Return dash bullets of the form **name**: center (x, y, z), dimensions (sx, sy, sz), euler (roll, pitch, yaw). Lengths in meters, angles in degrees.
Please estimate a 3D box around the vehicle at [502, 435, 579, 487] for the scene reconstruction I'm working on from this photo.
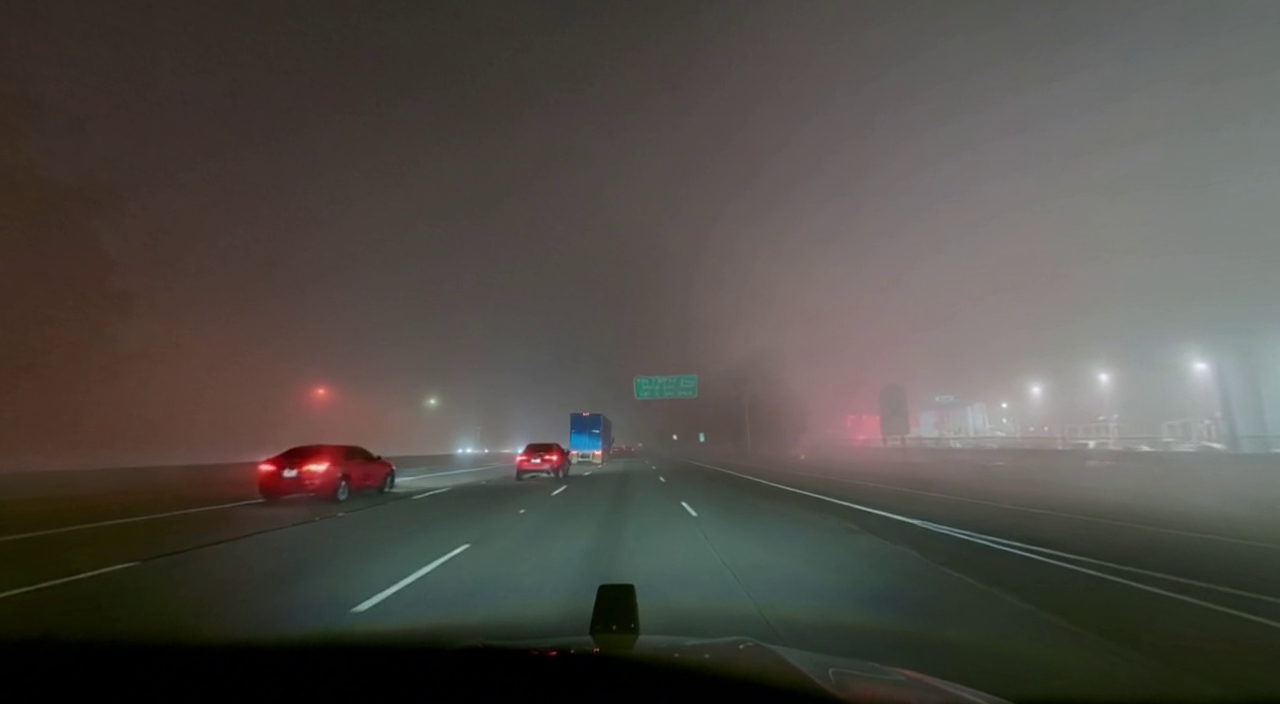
- **vehicle**: center (-3.406, 3.844, 22.517), dimensions (2.033, 1.669, 4.112), euler (0, -9, 1)

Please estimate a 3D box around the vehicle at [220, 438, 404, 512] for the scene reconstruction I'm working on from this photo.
- **vehicle**: center (-7.584, 2.865, 15.240), dimensions (2.026, 1.477, 4.467), euler (0, -9, 0)
